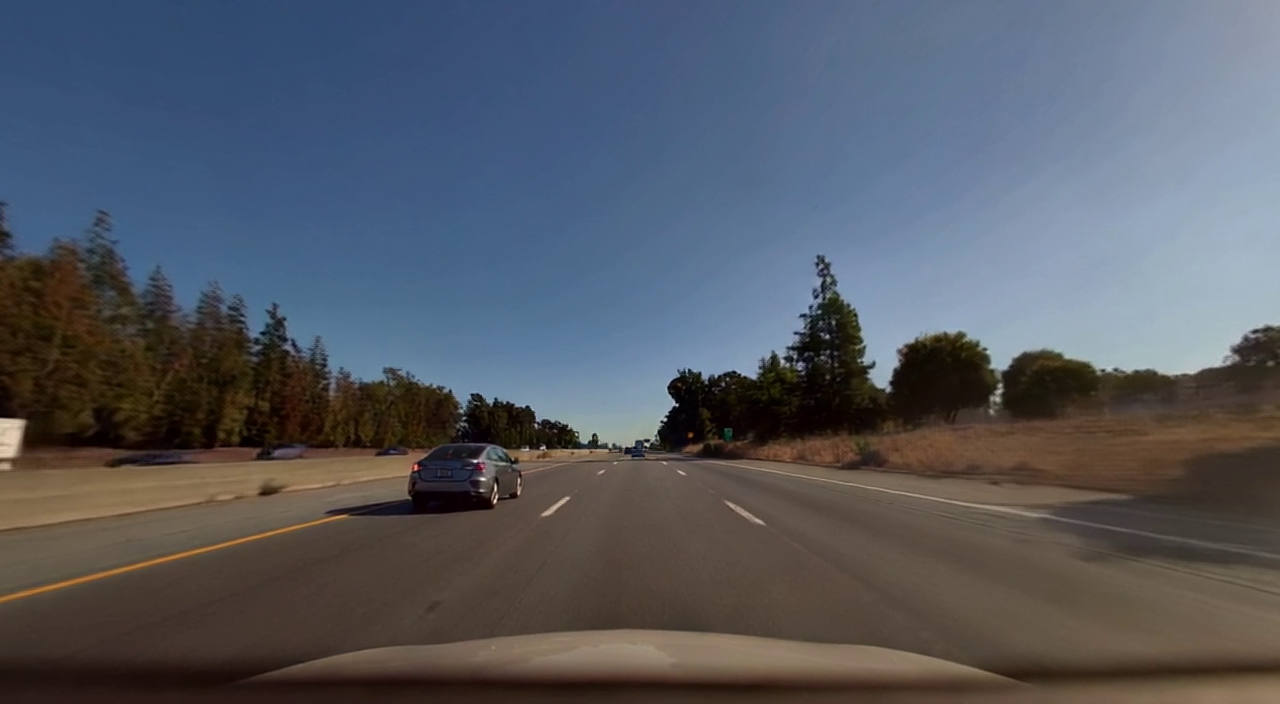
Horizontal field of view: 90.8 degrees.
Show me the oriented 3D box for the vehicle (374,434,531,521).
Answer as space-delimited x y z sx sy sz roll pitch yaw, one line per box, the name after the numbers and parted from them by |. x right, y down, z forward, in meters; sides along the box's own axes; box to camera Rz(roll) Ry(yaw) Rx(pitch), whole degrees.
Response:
-3.759 2.586 13.604 2.050 1.547 4.266 0 -8 0 | vehicle

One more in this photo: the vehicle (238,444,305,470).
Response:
-28.473 8.129 49.017 2.147 1.897 5.048 0 -8 0 | vehicle
